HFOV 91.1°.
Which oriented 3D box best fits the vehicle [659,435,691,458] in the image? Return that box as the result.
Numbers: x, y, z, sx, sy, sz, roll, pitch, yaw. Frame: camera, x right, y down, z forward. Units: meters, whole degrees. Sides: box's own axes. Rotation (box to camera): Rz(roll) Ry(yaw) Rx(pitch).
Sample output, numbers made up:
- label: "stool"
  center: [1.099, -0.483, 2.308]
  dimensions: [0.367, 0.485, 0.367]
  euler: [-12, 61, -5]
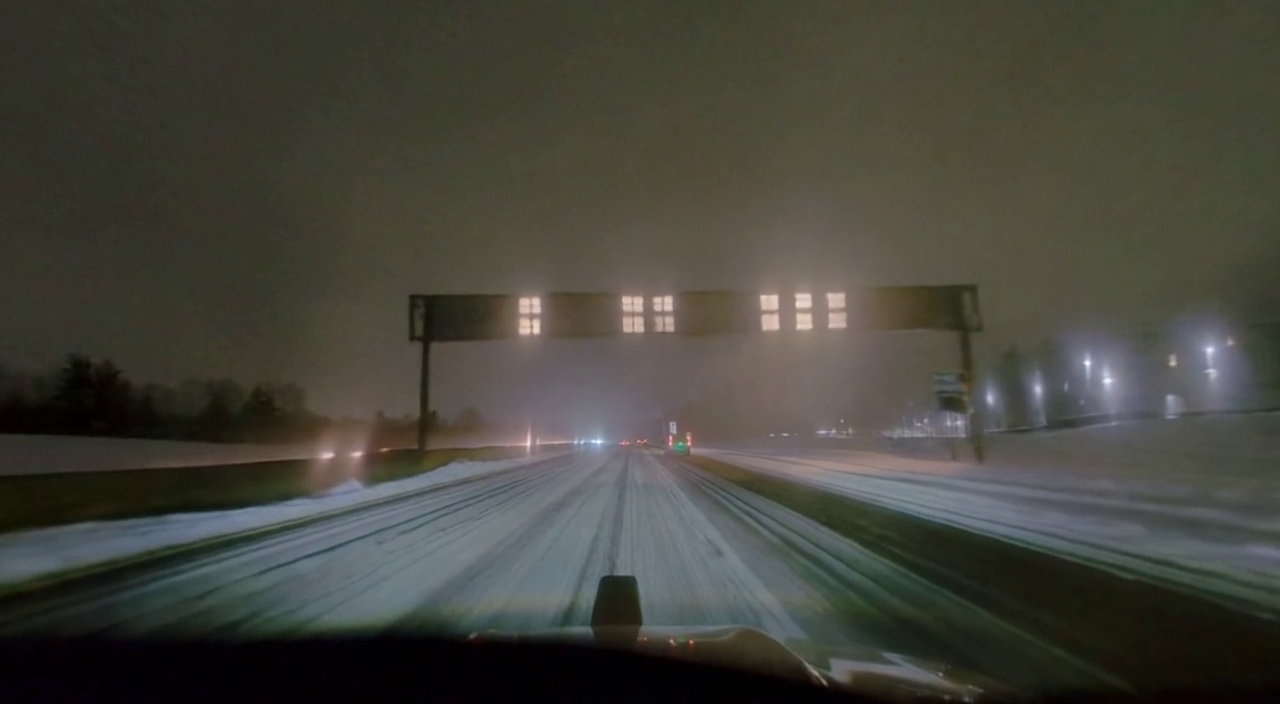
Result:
- label: "vehicle"
  center: [2.331, 6.373, 42.685]
  dimensions: [1.946, 1.481, 3.969]
  euler: [0, -8, 0]

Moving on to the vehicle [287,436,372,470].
- label: "vehicle"
  center: [-16.212, 5.260, 33.108]
  dimensions: [1.988, 1.629, 4.622]
  euler: [0, -8, 2]
